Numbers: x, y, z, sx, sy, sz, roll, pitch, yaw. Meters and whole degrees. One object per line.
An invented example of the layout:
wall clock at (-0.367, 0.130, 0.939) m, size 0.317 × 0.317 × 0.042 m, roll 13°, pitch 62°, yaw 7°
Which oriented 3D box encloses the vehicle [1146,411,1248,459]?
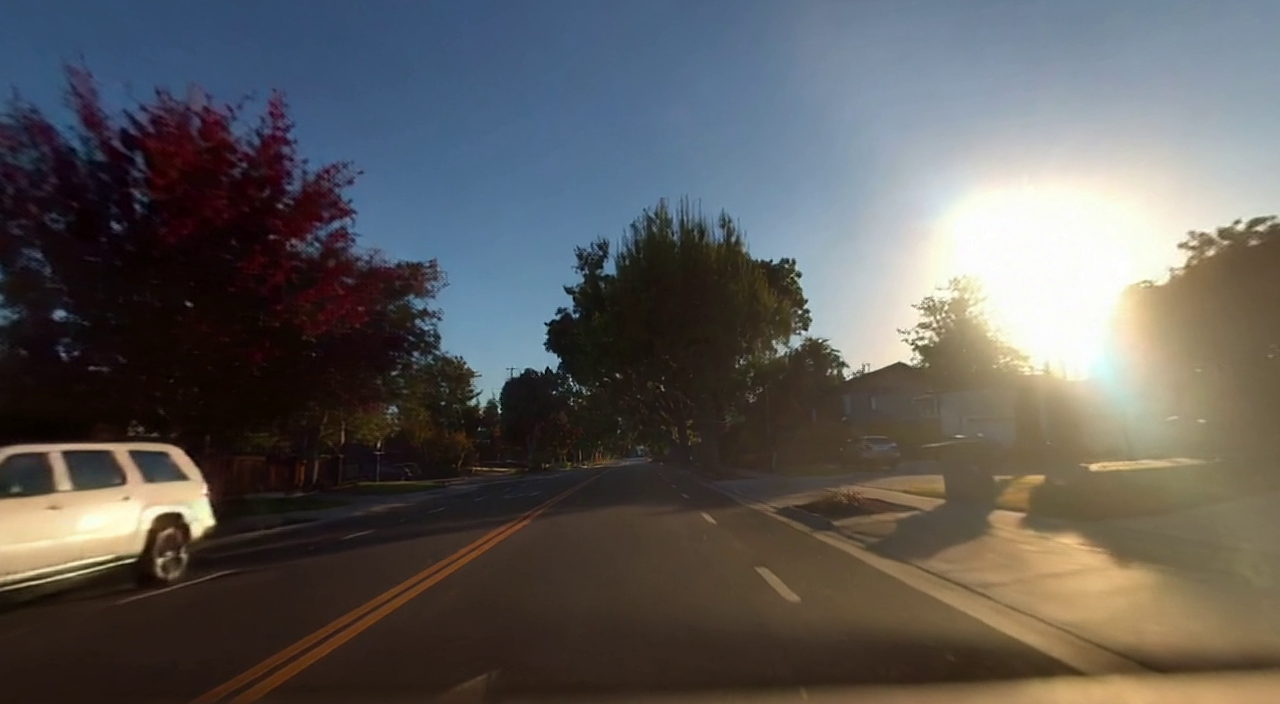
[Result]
vehicle at (21.836, 3.295, 24.961) m, size 1.956 × 1.632 × 3.922 m, roll -9°, pitch -11°, yaw 27°

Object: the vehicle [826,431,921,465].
vehicle at (9.431, 3.961, 26.020) m, size 1.922 × 1.263 × 4.664 m, roll 0°, pitch -9°, yaw -3°

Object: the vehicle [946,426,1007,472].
vehicle at (13.860, 3.986, 25.924) m, size 1.860 × 1.697 × 4.292 m, roll -5°, pitch -10°, yaw 30°

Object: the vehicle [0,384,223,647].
vehicle at (-6.779, 1.697, 6.529) m, size 2.057 × 2.317 × 4.386 m, roll -6°, pitch -9°, yaw -1°
